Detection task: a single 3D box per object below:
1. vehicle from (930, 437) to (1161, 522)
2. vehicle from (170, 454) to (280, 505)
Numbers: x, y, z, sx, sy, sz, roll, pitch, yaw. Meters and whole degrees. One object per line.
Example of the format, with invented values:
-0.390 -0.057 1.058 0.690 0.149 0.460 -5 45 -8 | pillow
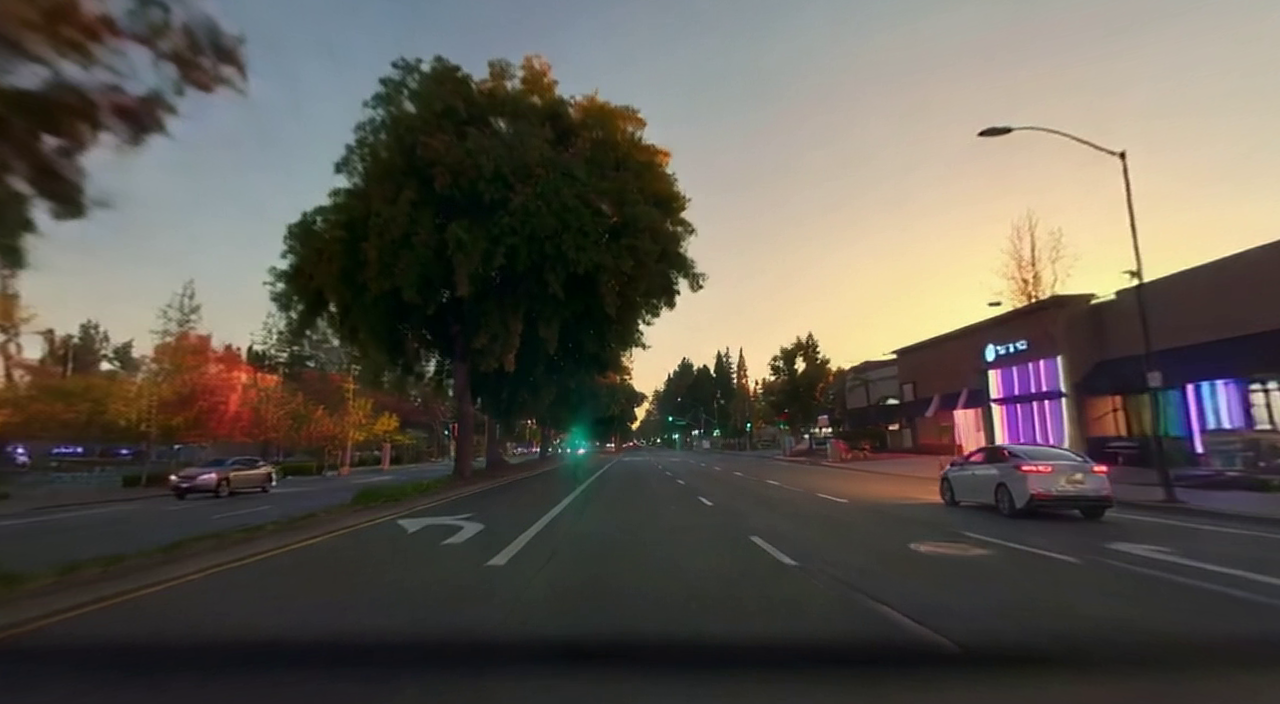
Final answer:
8.074 2.550 13.211 1.936 1.460 4.258 0 -8 -1 | vehicle
-14.420 4.340 21.872 4.523 1.494 1.857 -7 -11 40 | vehicle
